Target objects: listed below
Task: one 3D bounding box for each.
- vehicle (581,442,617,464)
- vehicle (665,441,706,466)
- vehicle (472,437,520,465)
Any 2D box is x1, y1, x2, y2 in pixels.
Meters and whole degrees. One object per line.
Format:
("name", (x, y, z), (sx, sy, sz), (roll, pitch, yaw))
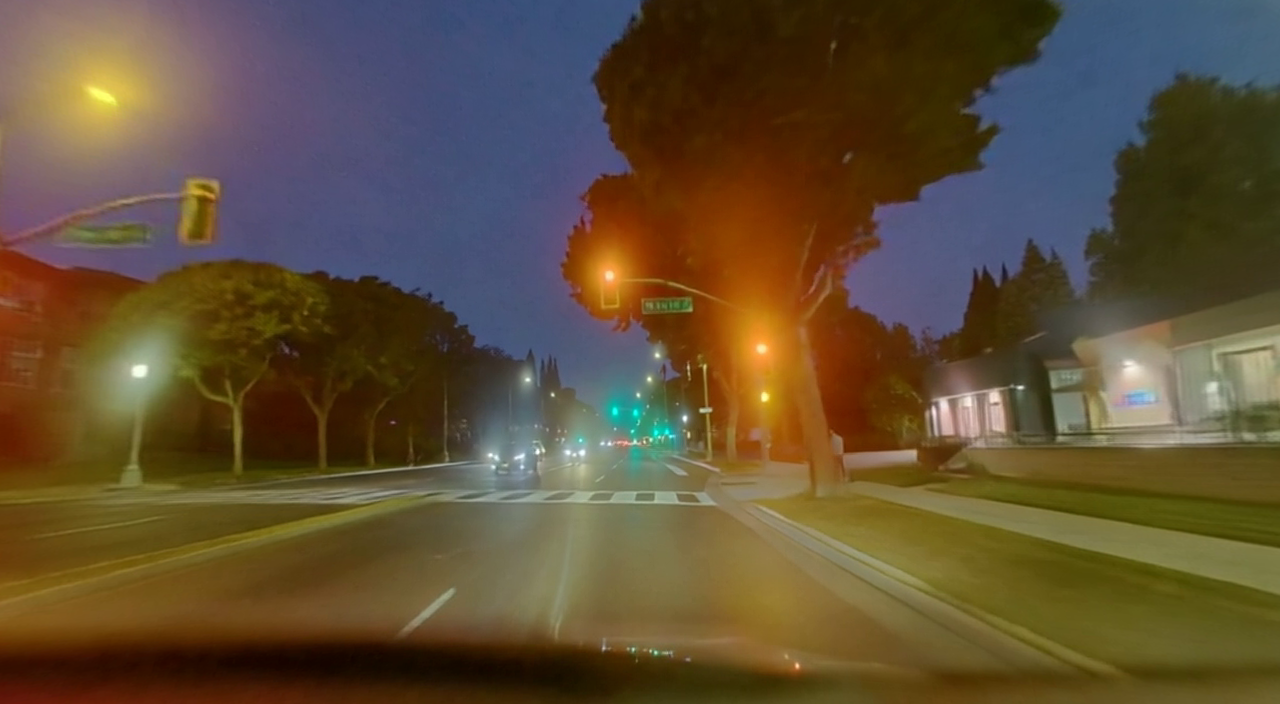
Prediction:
("vehicle", (-2.885, 7.170, 45.170), (2.122, 1.469, 4.388), (0, -8, 2))
("vehicle", (2.848, 6.463, 40.421), (2.034, 1.491, 4.618), (0, -8, -3))
("vehicle", (-10.015, 6.914, 44.368), (2.116, 1.817, 4.964), (0, -8, 1))
